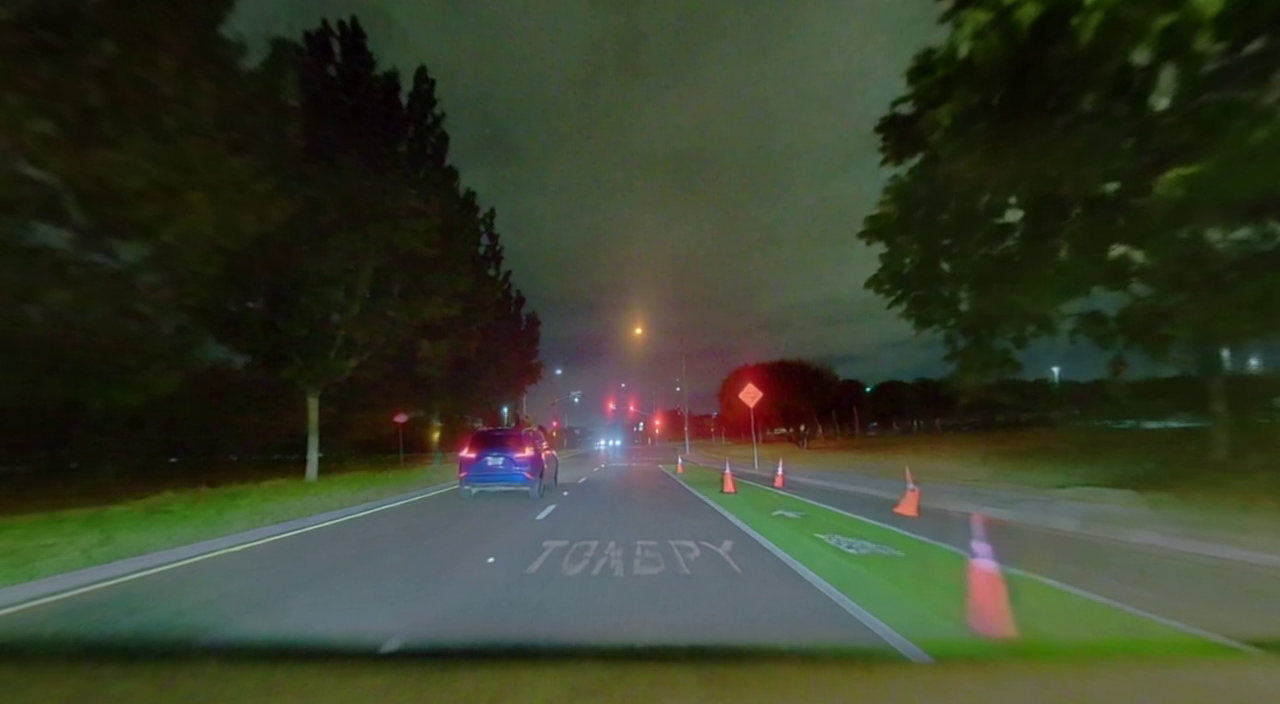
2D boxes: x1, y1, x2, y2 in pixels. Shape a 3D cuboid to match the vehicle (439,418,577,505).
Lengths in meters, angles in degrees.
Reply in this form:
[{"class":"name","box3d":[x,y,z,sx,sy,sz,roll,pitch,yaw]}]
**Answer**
[{"class":"vehicle","box3d":[-2.968,2.608,15.448,2.339,1.790,4.629,0,-8,1]}]
